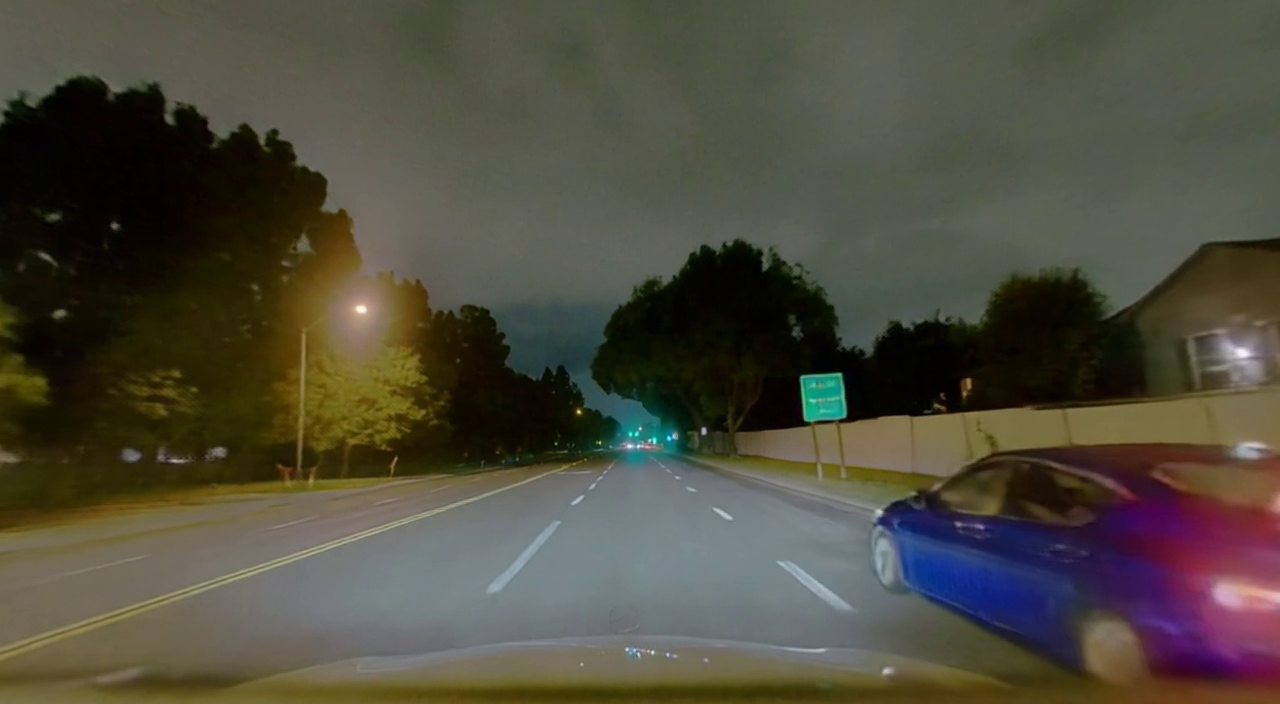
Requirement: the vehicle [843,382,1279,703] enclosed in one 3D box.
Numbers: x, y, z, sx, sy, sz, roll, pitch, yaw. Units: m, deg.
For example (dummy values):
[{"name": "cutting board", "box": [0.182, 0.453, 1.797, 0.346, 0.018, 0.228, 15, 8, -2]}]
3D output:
[{"name": "vehicle", "box": [2.897, 1.096, 3.635, 1.991, 1.476, 4.153, 0, -8, -1]}]
